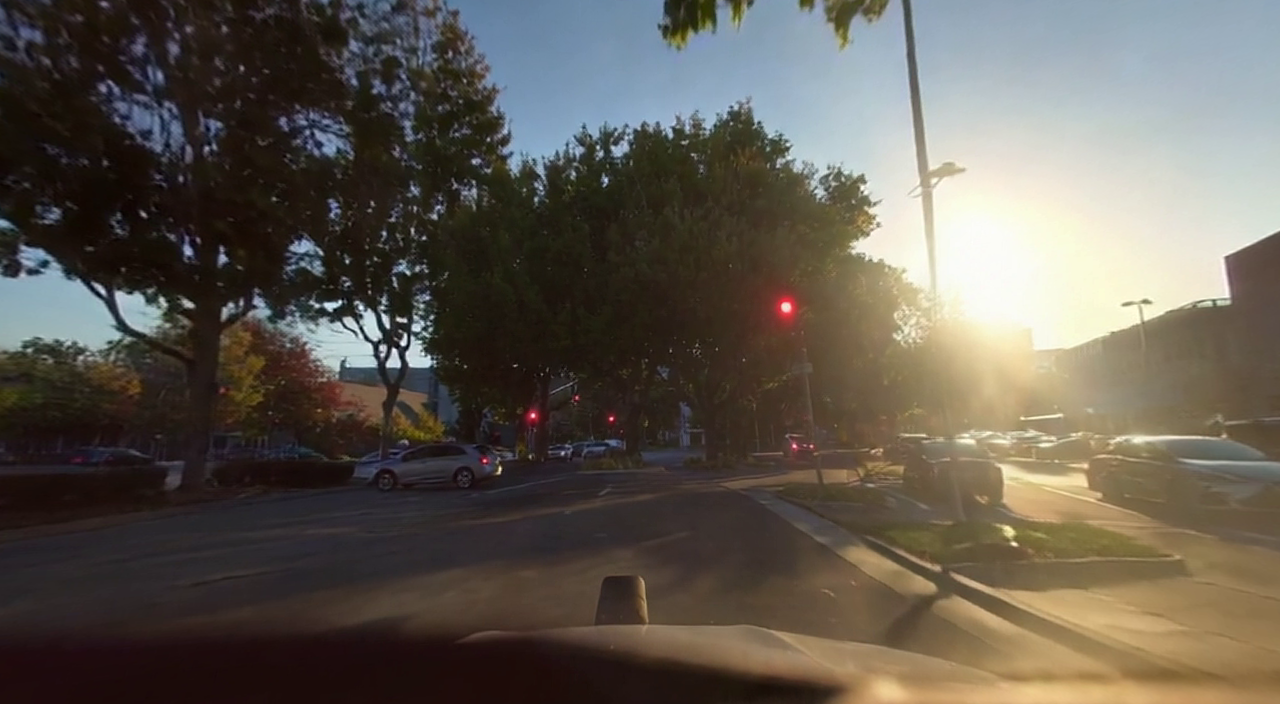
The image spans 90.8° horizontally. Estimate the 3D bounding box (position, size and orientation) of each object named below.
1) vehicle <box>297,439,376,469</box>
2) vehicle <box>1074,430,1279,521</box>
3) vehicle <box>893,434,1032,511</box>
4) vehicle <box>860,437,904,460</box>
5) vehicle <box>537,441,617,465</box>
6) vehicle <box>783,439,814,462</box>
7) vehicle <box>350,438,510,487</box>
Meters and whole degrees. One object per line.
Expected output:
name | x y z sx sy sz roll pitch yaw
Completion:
vehicle | -19.673 6.635 41.259 2.082 1.779 4.841 -2 -9 11
vehicle | 11.401 2.540 13.604 2.031 1.592 4.470 -3 -9 17
vehicle | 7.204 2.684 14.640 1.867 1.479 4.452 -2 -9 14
vehicle | 16.764 6.716 43.915 1.951 1.491 4.359 -1 -8 9
vehicle | -4.121 6.648 41.624 4.792 1.468 2.116 -2 -9 14
vehicle | 11.455 7.122 45.863 2.061 1.519 4.794 -2 -8 13
vehicle | -6.519 3.461 19.951 4.376 1.476 1.791 0 -8 3
